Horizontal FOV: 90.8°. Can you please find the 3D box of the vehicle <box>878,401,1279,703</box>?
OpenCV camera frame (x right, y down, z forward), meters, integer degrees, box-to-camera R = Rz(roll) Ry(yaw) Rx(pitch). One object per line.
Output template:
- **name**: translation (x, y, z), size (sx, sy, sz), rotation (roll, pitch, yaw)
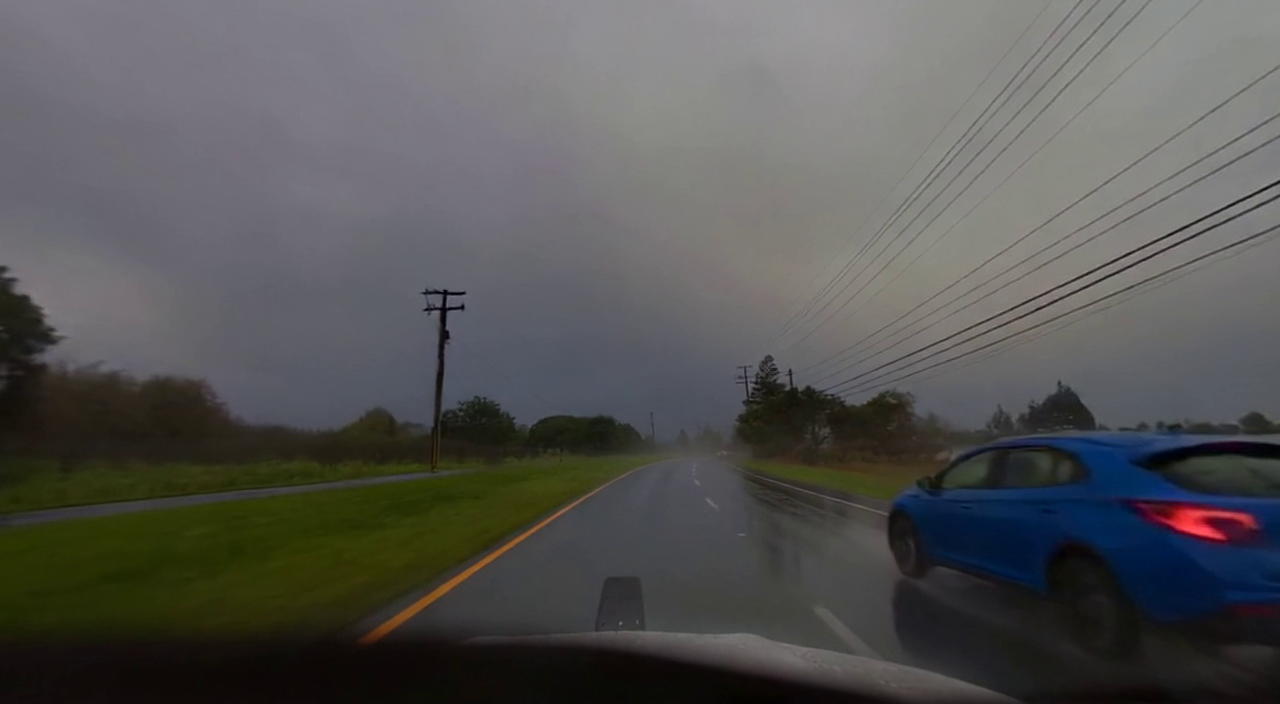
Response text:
- **vehicle**: translation (3.903, 1.419, 5.347), size (2.135, 1.692, 4.185), rotation (0, -9, 0)
